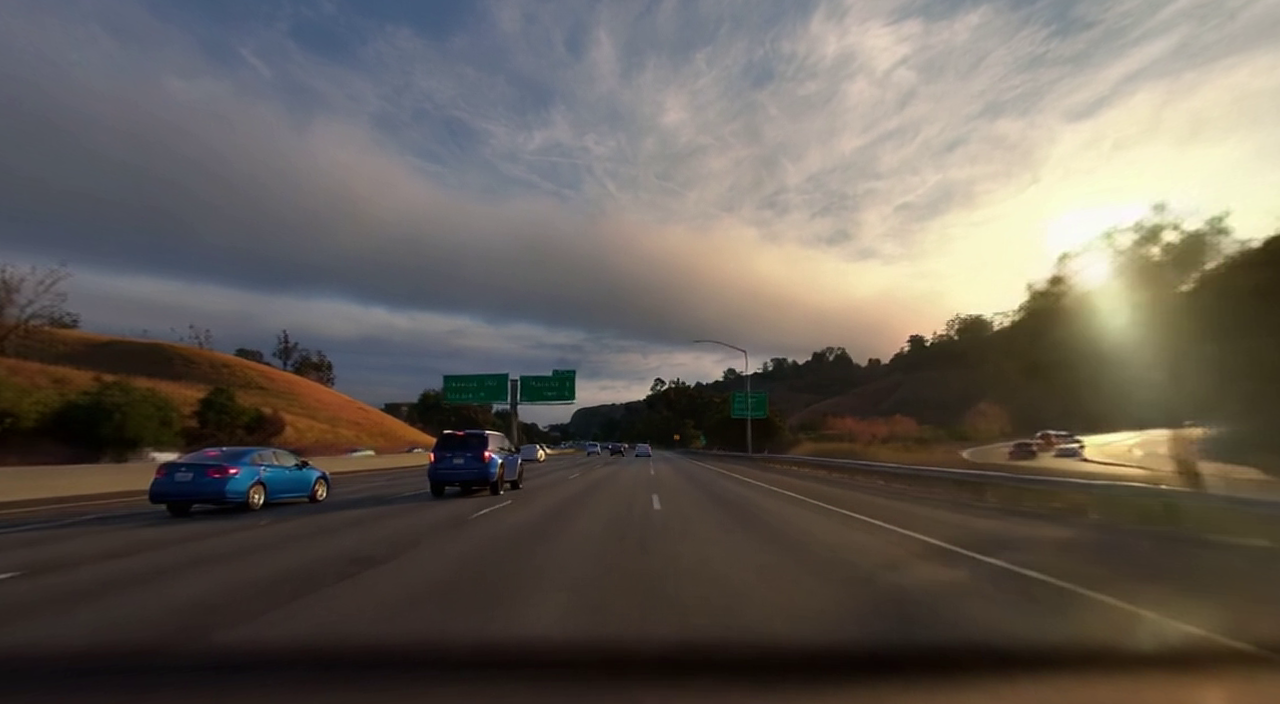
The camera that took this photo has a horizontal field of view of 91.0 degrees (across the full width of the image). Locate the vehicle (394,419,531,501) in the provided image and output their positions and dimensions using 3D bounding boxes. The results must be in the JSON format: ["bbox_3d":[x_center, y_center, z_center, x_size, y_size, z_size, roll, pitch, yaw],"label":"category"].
[{"bbox_3d":[-4.690,2.965,17.613,2.219,1.947,4.924,0,-9,2],"label":"vehicle"}]

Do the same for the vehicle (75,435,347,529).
[{"bbox_3d":[-8.286,2.537,12.948,1.984,1.508,4.935,0,-9,2],"label":"vehicle"}]

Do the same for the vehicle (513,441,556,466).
[{"bbox_3d":[-7.216,7.028,43.675,2.069,1.636,4.483,0,-9,2],"label":"vehicle"}]
